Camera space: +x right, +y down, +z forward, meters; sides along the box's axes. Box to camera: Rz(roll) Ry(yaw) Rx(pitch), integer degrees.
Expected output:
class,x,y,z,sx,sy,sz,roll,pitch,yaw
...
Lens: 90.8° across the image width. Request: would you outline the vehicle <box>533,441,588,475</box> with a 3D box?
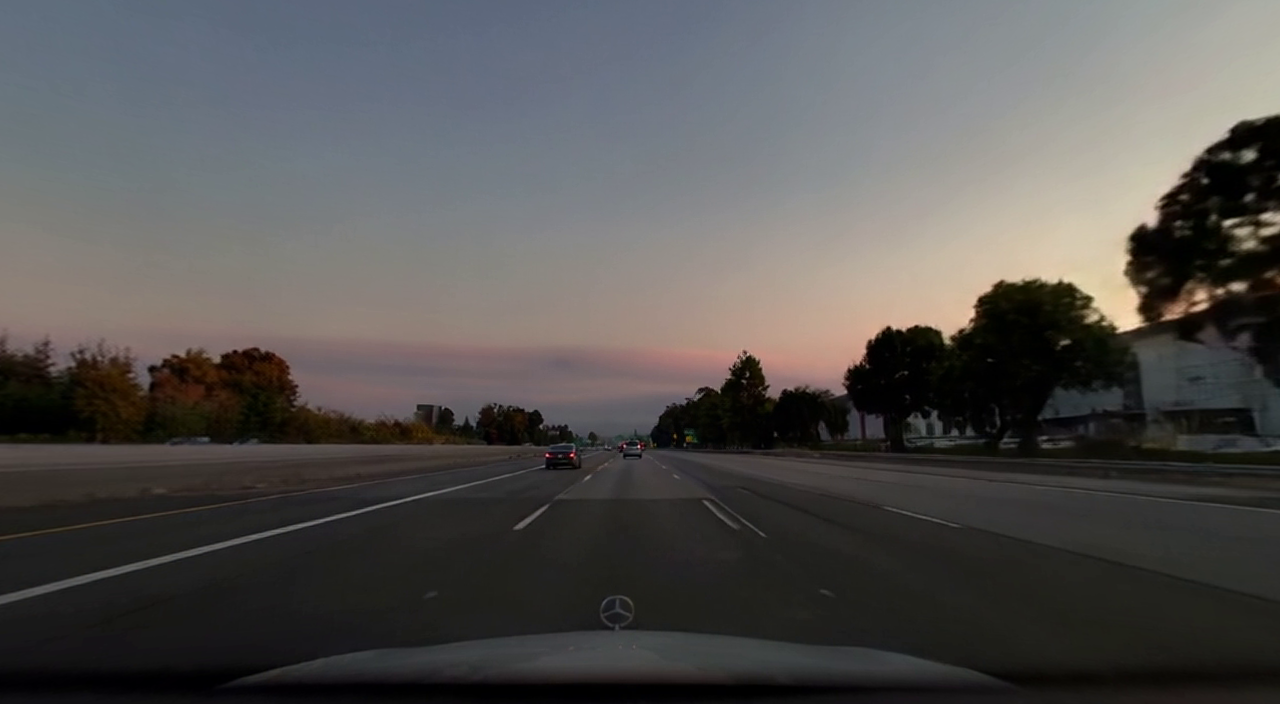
class,x,y,z,sx,sy,sz,roll,pitch,yaw
vehicle,-3.921,5.324,32.058,2.140,1.574,4.946,0,-8,0
